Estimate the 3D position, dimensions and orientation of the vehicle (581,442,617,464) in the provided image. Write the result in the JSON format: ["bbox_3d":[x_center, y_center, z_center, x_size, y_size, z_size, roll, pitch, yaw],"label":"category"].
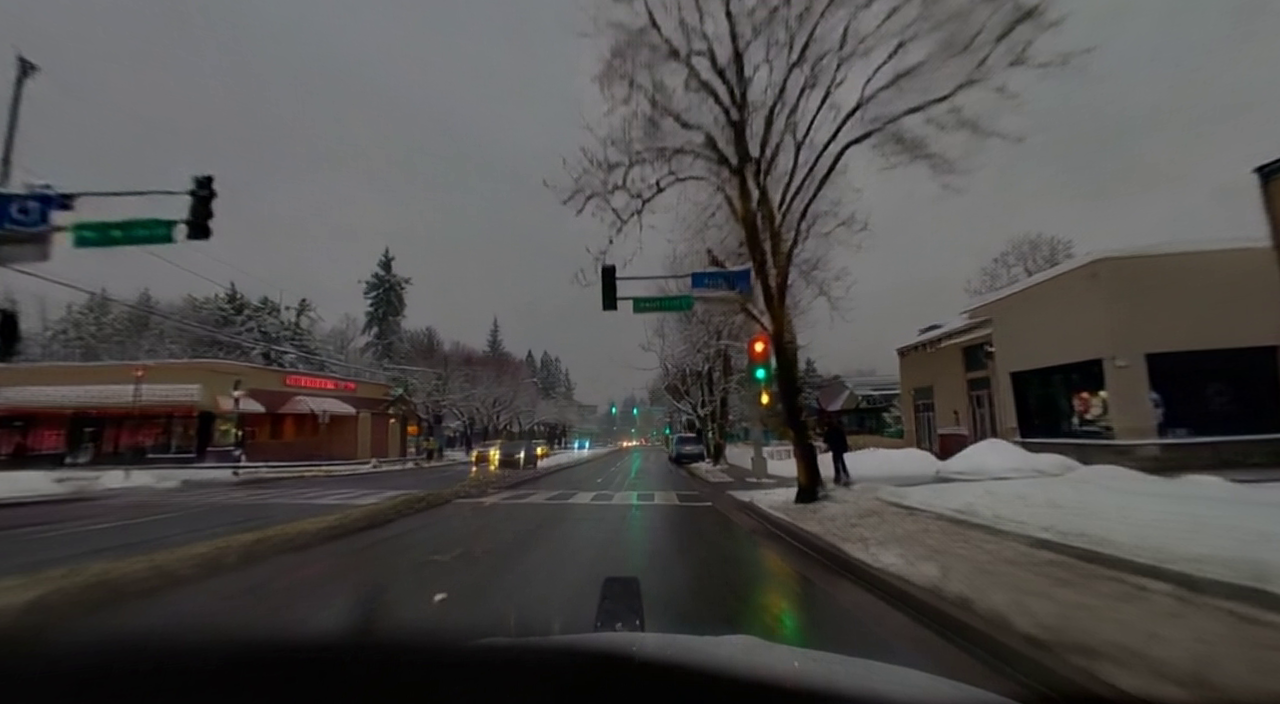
[{"bbox_3d":[-2.885,7.170,45.170,2.122,1.469,4.388,0,-8,2],"label":"vehicle"}]

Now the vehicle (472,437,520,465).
[{"bbox_3d":[-10.015,6.914,44.368,2.116,1.817,4.964,0,-8,1],"label":"vehicle"}]

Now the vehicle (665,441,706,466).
[{"bbox_3d":[2.848,6.463,40.421,2.034,1.491,4.618,0,-8,-3],"label":"vehicle"}]
